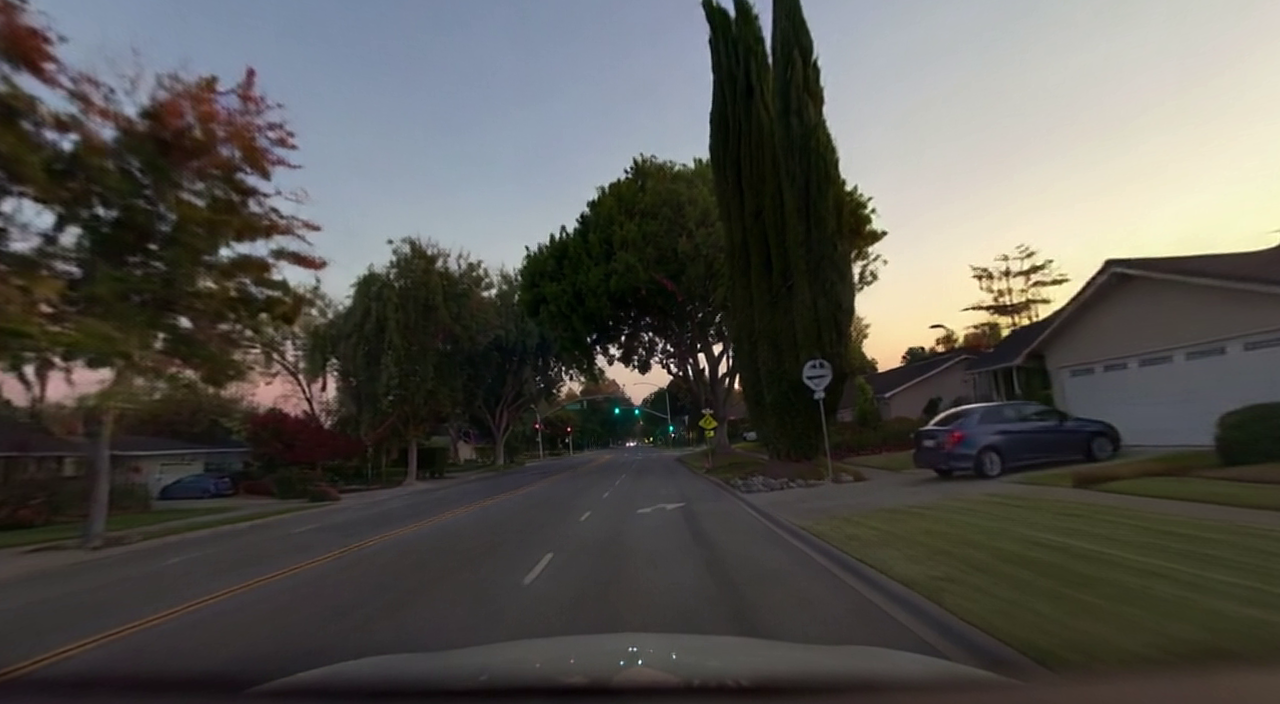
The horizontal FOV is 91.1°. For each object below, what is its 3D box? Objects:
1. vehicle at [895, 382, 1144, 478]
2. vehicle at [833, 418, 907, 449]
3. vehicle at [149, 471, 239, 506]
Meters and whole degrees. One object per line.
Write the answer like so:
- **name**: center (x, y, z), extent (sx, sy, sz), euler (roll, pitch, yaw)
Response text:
- **vehicle**: center (8.235, 1.721, 13.724), extent (4.636, 1.823, 1.997), euler (2, -9, -18)
- **vehicle**: center (14.696, 5.250, 40.254), extent (3.917, 1.454, 1.725), euler (-7, -8, 0)
- **vehicle**: center (-22.423, 6.842, 31.745), extent (1.847, 1.461, 3.659), euler (0, -8, 0)
